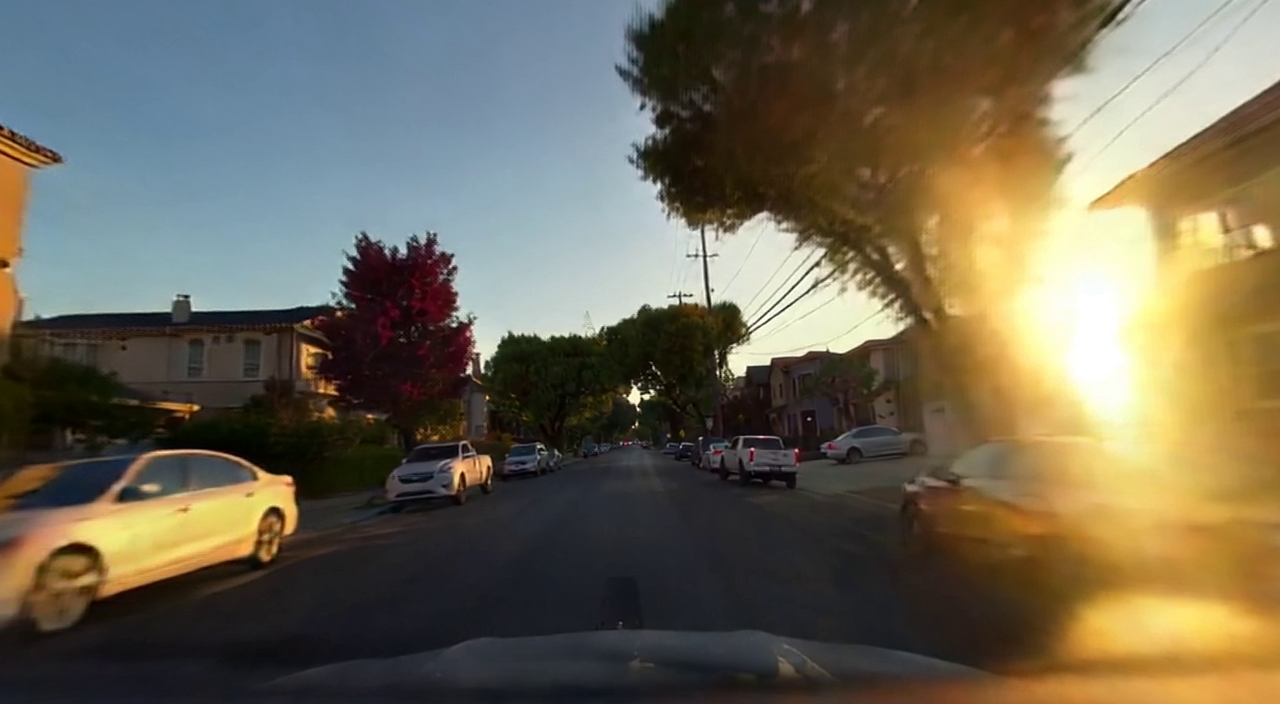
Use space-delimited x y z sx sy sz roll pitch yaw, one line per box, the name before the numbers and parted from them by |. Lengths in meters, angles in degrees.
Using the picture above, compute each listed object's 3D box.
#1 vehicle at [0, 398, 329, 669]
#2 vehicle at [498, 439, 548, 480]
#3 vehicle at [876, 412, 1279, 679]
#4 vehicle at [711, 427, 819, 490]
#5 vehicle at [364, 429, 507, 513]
vehicle | -5.428 1.592 6.514 1.955 1.844 5.109 -3 -8 -1
vehicle | -5.895 5.430 32.369 2.046 1.825 4.627 -3 -7 -6
vehicle | 4.226 1.435 5.989 2.051 1.479 4.758 0 -8 -1
vehicle | 4.018 3.551 21.476 2.279 1.848 5.577 0 -8 -3
vehicle | -5.601 3.303 18.283 2.285 1.895 5.883 -3 -8 -1
